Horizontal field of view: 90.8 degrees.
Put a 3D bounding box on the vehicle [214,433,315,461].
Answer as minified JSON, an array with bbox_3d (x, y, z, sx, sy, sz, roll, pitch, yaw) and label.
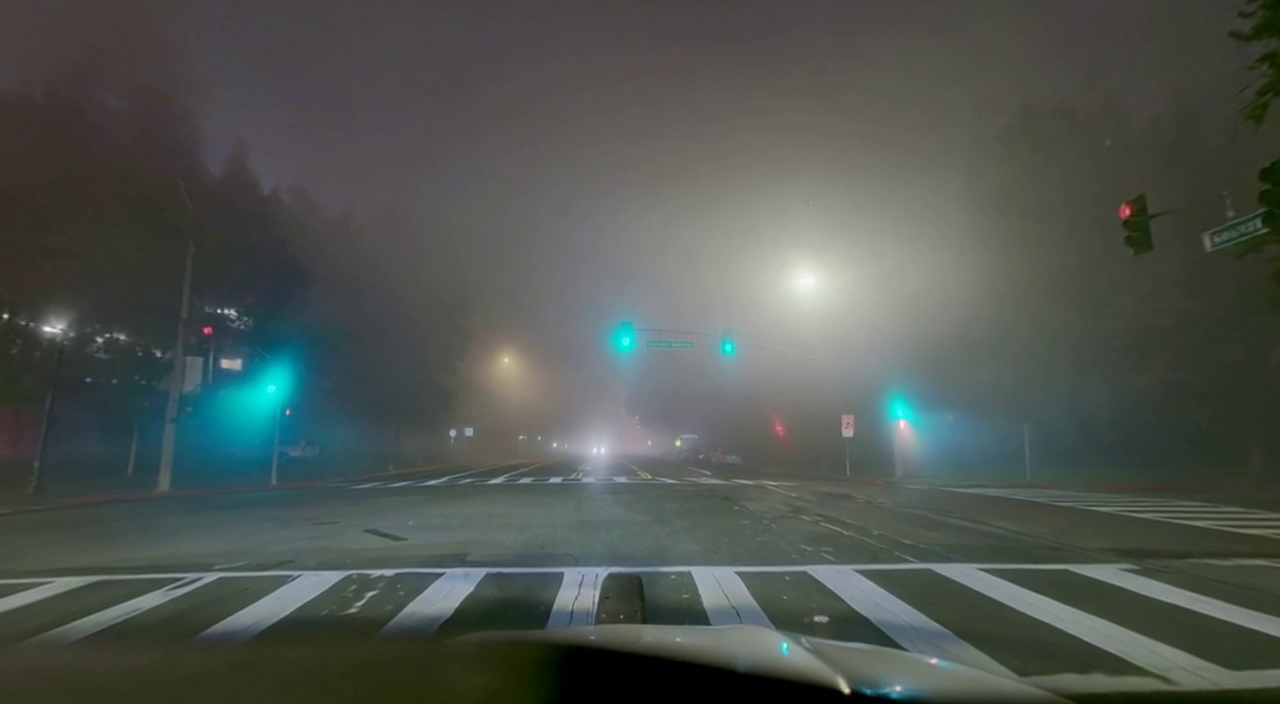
[{"bbox_3d":[-22.390,5.683,37.856,4.765,1.593,1.891,1,-9,-7],"label":"vehicle"}]
